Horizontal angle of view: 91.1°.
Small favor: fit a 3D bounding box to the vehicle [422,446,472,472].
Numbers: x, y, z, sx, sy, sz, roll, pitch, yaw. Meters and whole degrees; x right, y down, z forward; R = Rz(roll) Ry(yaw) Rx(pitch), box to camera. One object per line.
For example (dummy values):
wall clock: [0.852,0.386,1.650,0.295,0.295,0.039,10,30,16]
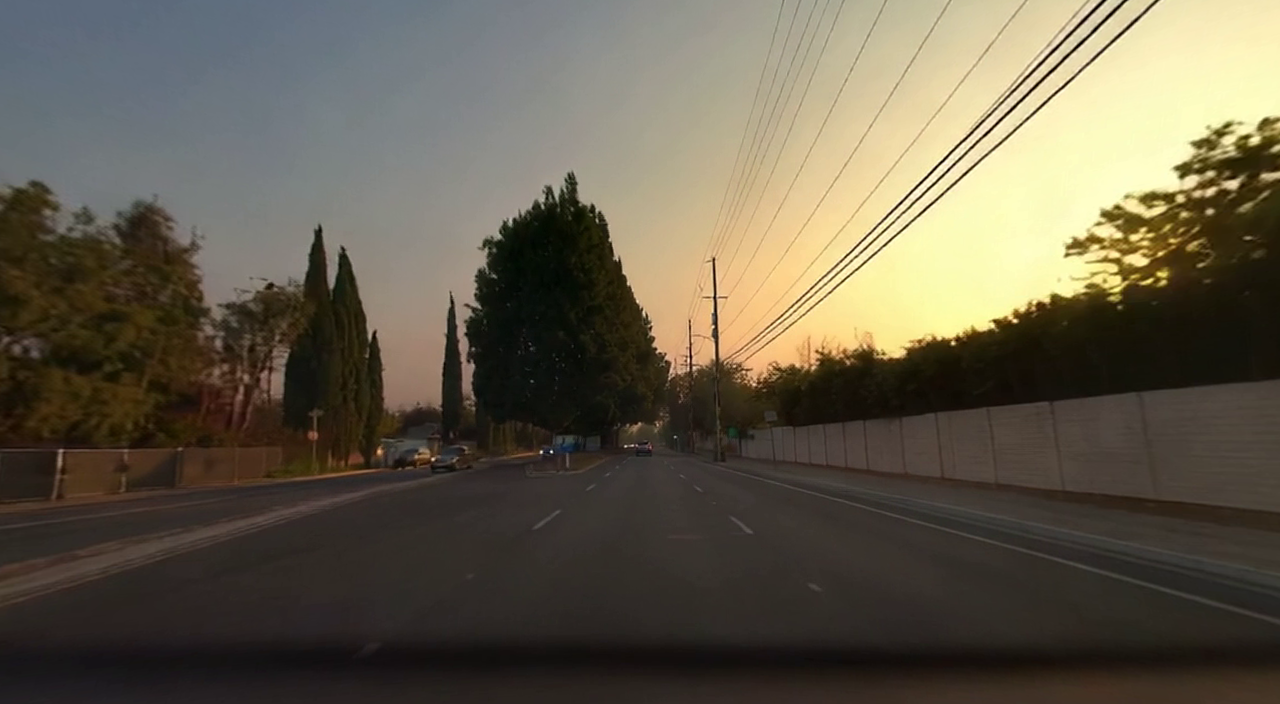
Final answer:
vehicle: [-12.935,7.172,42.310,1.904,1.622,4.348,0,-8,2]
